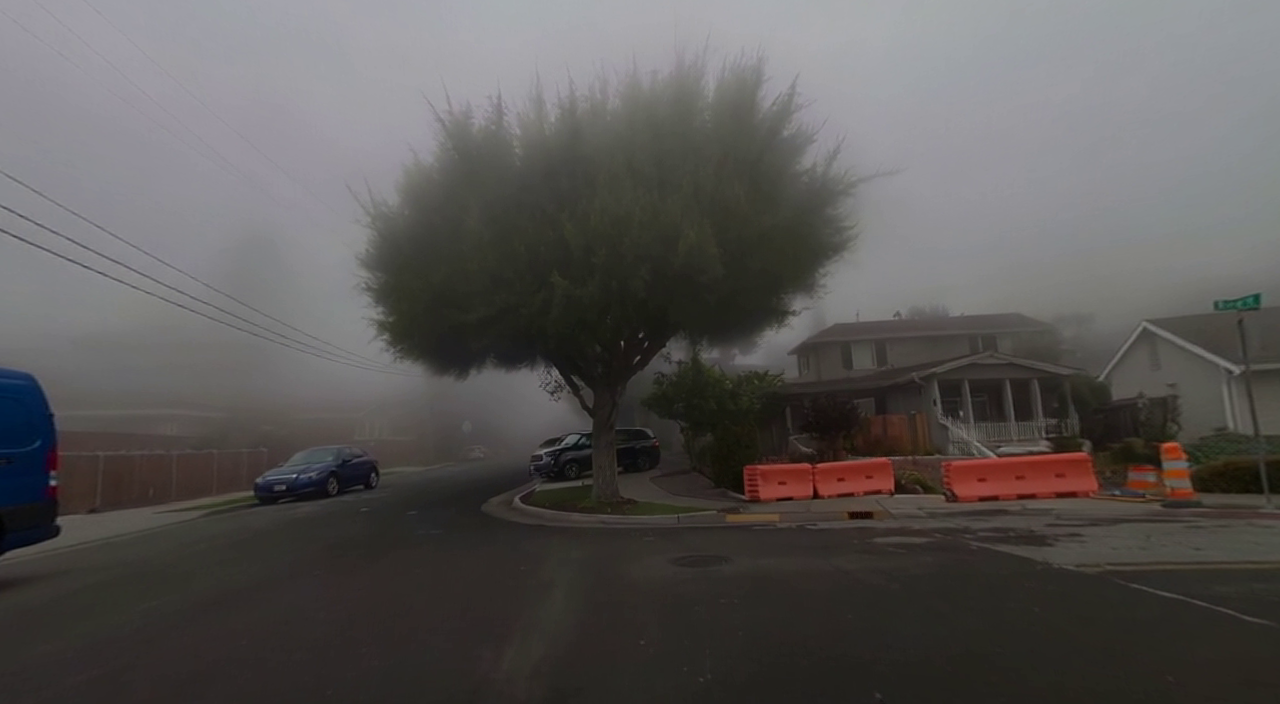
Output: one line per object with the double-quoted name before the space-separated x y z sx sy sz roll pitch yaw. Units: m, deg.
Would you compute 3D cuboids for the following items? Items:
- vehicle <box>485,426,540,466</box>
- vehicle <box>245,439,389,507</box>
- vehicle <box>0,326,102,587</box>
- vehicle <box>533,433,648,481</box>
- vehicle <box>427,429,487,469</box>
"vehicle" -6.681 4.962 33.519 2.219 1.984 4.712 0 -8 -3
"vehicle" -8.316 3.098 16.674 1.899 1.524 4.082 0 -8 -5
"vehicle" -7.092 0.796 3.715 2.284 2.500 7.006 -2 -6 -6
"vehicle" -1.543 3.453 21.126 1.827 1.436 4.070 -5 -9 30
"vehicle" -9.651 5.123 33.665 2.042 1.937 4.960 0 -8 -4
